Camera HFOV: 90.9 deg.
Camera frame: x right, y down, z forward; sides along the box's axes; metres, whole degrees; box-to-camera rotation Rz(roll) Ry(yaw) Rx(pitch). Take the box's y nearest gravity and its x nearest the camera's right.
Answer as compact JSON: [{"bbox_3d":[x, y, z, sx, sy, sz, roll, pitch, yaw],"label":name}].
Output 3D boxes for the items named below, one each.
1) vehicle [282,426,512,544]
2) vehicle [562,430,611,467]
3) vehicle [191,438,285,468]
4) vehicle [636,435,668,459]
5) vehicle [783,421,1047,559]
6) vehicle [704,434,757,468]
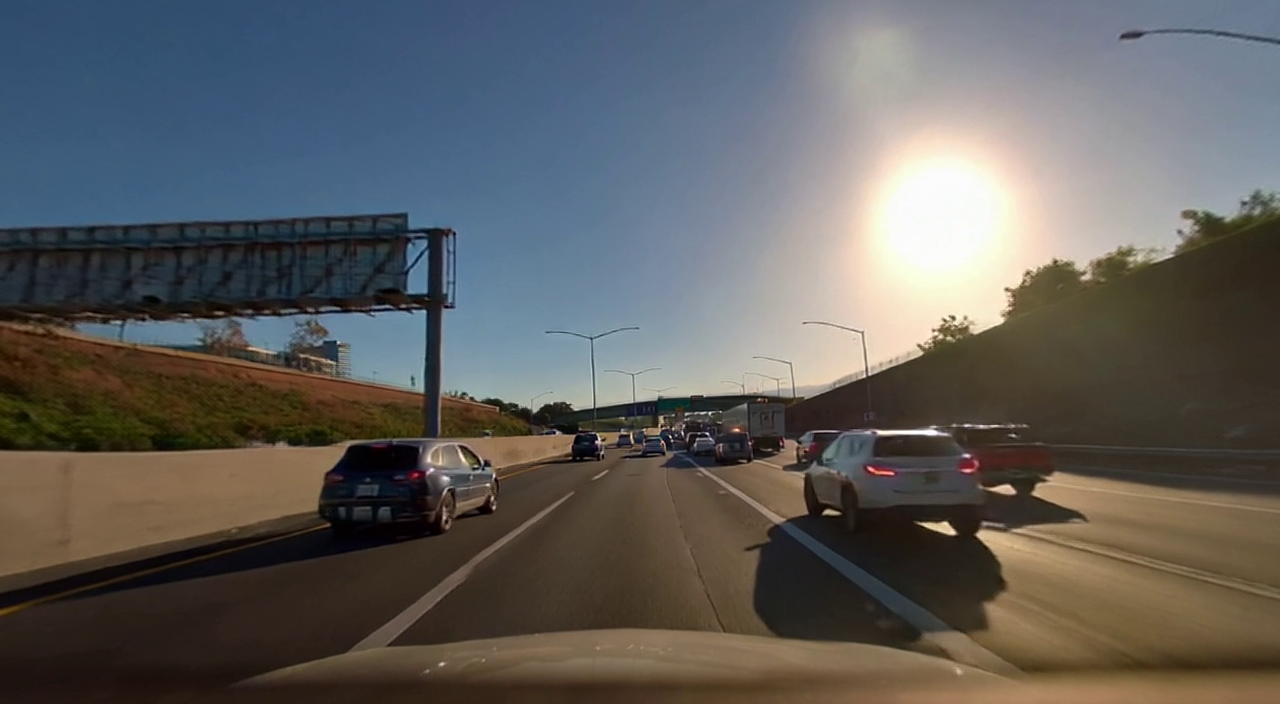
[{"bbox_3d":[-3.556,2.032,10.298,1.914,1.476,4.416,-1,-9,1],"label":"vehicle"},{"bbox_3d":[-2.672,4.923,32.346,2.006,1.741,4.277,-1,-8,2],"label":"vehicle"},{"bbox_3d":[-22.130,5.599,34.985,1.923,1.509,4.735,-1,-9,2],"label":"vehicle"},{"bbox_3d":[0.793,6.300,41.728,2.040,1.461,3.984,-1,-9,1],"label":"vehicle"},{"bbox_3d":[3.507,1.830,9.077,1.933,1.492,4.125,-1,-9,0],"label":"vehicle"},{"bbox_3d":[4.312,4.800,30.799,1.933,1.503,4.520,-1,-9,0],"label":"vehicle"}]
